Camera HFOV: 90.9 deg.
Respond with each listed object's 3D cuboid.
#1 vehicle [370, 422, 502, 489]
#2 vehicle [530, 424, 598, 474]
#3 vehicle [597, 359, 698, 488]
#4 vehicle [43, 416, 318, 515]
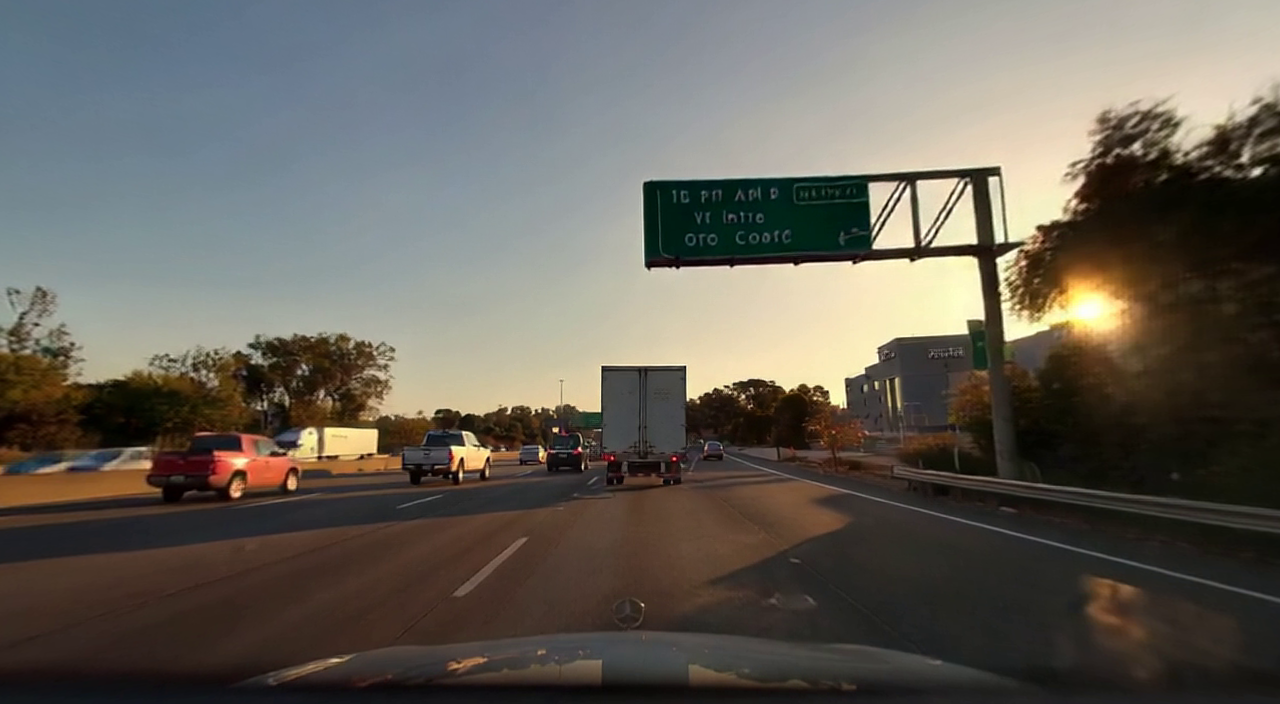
[{"bbox_3d":[-6.693,3.518,21.704,2.479,1.978,5.952,0,-9,1],"label":"vehicle"},{"bbox_3d":[-3.405,4.570,29.705,2.379,2.075,6.169,0,-9,1],"label":"vehicle"},{"bbox_3d":[0.182,2.833,23.611,2.941,3.794,9.851,0,-9,0],"label":"vehicle"},{"bbox_3d":[-10.322,2.627,15.077,2.089,1.885,5.888,0,-9,1],"label":"vehicle"}]
